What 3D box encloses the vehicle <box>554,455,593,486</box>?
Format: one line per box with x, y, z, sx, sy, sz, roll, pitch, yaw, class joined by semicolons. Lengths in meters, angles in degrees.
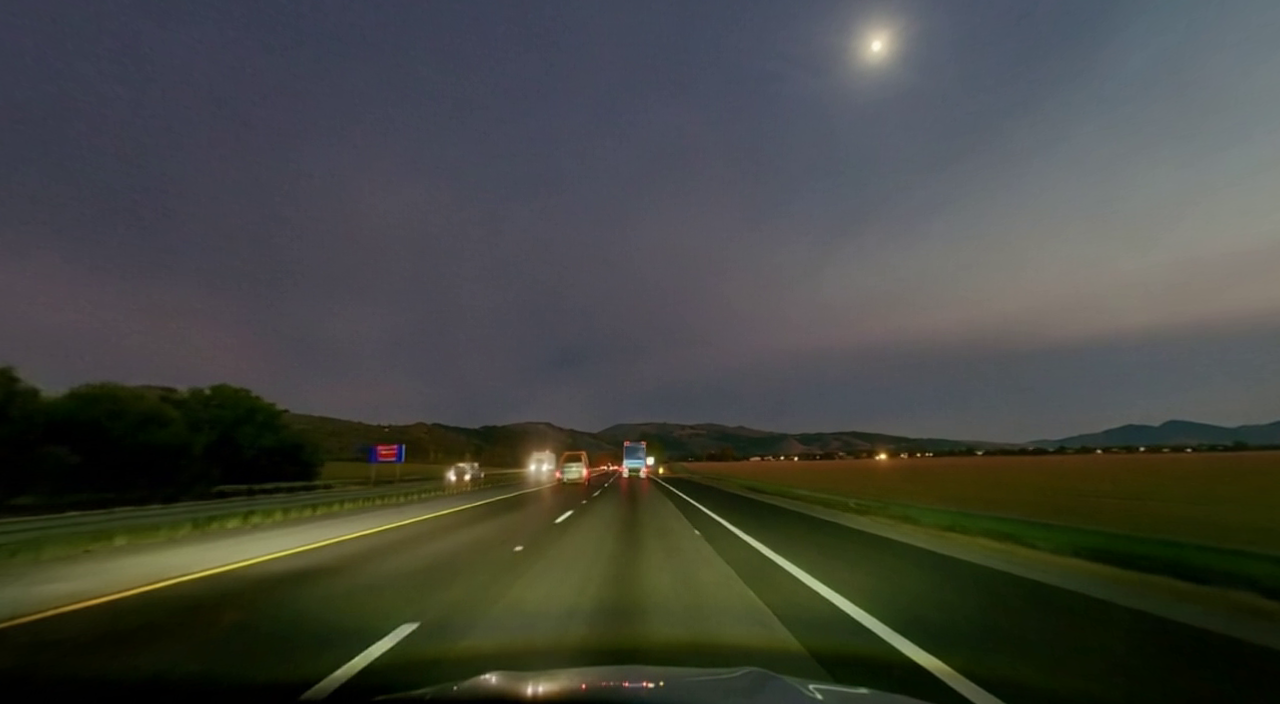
-4.454;8.069;42.914;2.208;1.973;4.716;1;-10;0;vehicle
